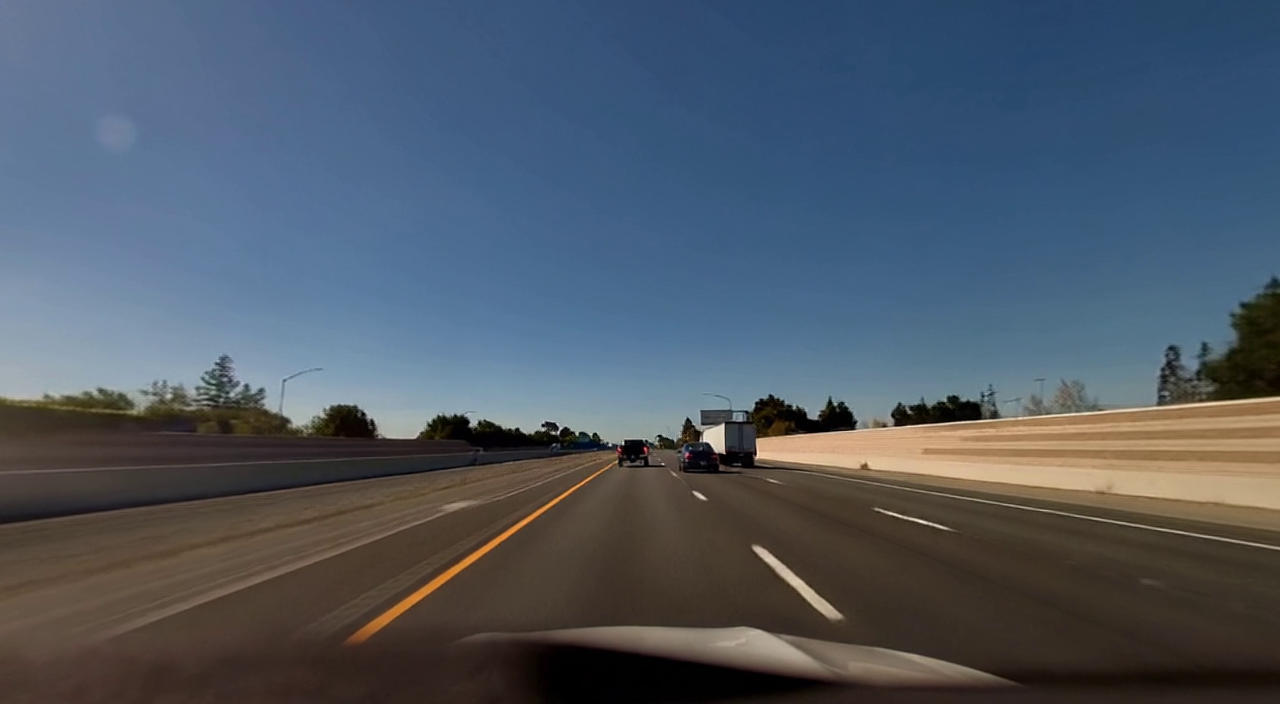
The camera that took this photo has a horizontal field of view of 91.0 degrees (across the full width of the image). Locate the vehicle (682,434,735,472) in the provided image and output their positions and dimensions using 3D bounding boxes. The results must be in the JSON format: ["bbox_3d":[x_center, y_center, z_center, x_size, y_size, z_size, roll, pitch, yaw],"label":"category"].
[{"bbox_3d":[3.587,5.428,33.950,2.269,1.839,4.554,0,-9,-1],"label":"vehicle"}]

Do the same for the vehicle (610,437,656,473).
[{"bbox_3d":[-0.303,5.196,31.853,2.142,1.664,4.076,0,-9,1],"label":"vehicle"}]
